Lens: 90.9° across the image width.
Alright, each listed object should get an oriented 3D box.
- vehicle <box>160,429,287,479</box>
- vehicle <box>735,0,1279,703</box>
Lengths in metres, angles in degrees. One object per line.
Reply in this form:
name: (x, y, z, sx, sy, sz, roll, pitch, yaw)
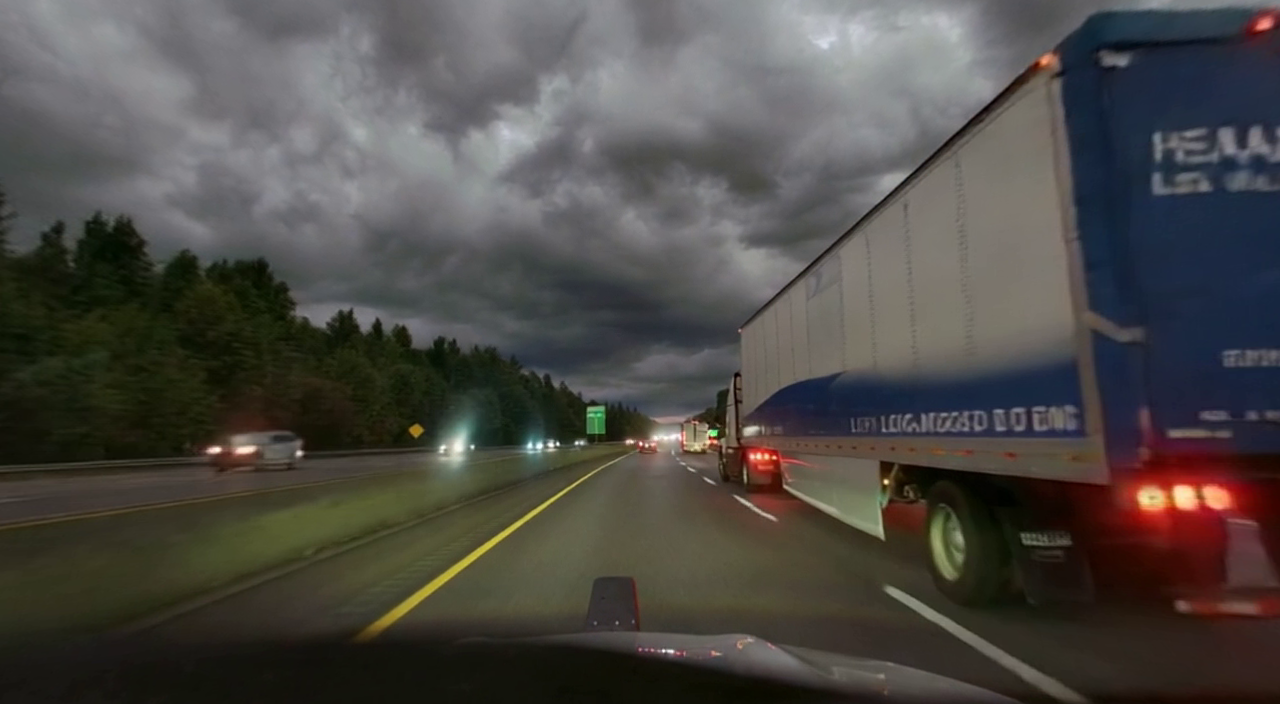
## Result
vehicle: (-18.231, 4.456, 27.950, 2.129, 1.997, 4.953, 0, -8, 1)
vehicle: (4.235, 0.537, 9.159, 3.171, 4.072, 13.784, 0, -8, -2)
